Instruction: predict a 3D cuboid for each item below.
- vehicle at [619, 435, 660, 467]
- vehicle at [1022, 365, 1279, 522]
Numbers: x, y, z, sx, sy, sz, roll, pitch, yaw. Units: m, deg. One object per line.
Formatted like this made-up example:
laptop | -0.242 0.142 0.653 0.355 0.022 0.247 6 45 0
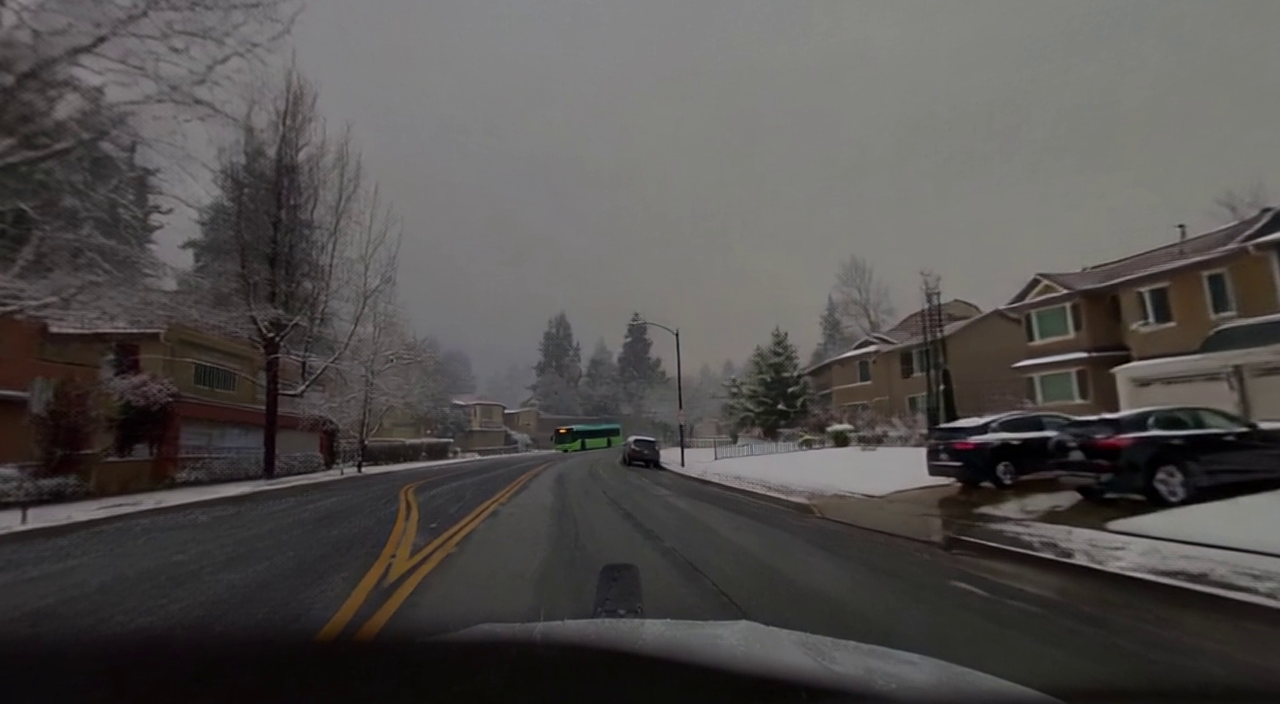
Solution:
vehicle | -0.097 5.313 33.992 1.984 1.601 3.994 0 -9 -3
vehicle | 8.510 1.254 9.376 4.431 1.873 1.920 -3 -8 -8
